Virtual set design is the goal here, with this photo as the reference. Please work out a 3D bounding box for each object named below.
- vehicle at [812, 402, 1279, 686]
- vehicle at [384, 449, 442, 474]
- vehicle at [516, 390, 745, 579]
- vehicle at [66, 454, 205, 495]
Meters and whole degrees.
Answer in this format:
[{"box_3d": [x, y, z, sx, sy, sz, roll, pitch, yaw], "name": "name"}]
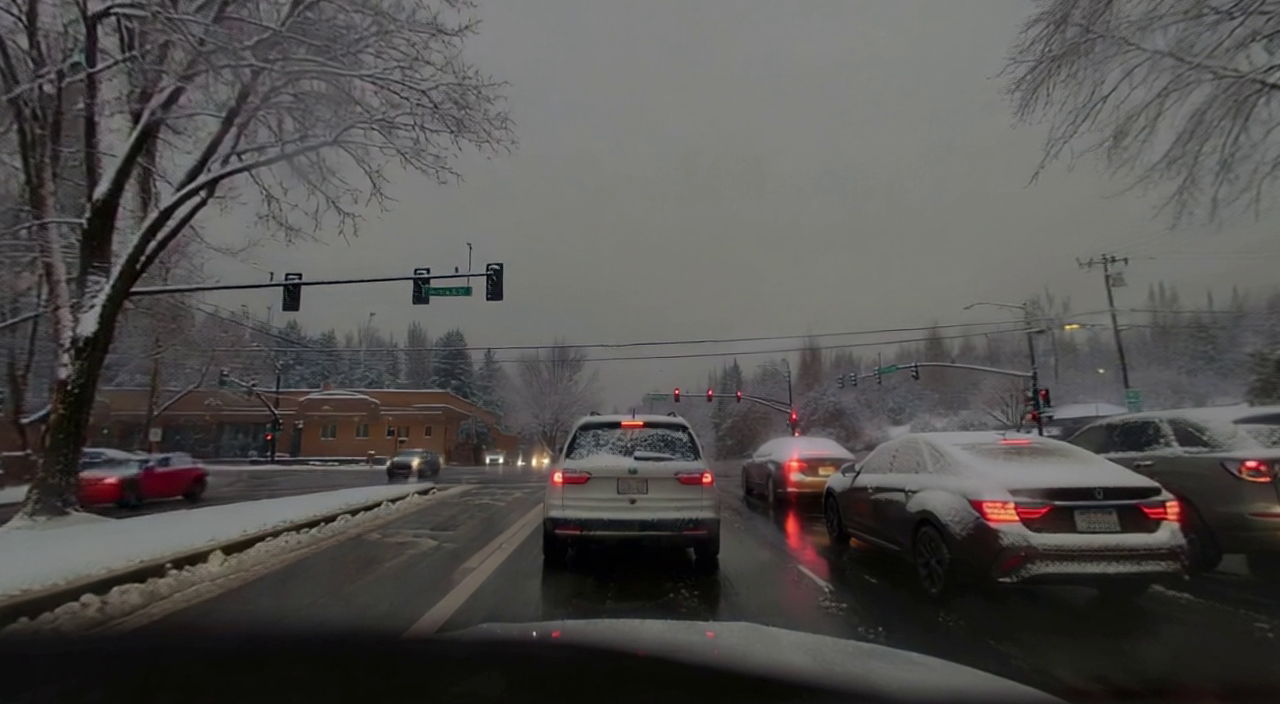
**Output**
[{"box_3d": [3.369, 1.419, 5.962, 2.034, 1.558, 4.774, 0, -9, -1], "name": "vehicle"}, {"box_3d": [-14.599, 7.042, 40.824, 2.035, 1.454, 4.513, 0, -9, 0], "name": "vehicle"}, {"box_3d": [-0.199, 1.621, 8.445, 2.236, 1.827, 4.316, 1, -9, -3], "name": "vehicle"}, {"box_3d": [-20.615, 5.004, 26.140, 1.899, 1.469, 4.668, 0, -9, 0], "name": "vehicle"}]
